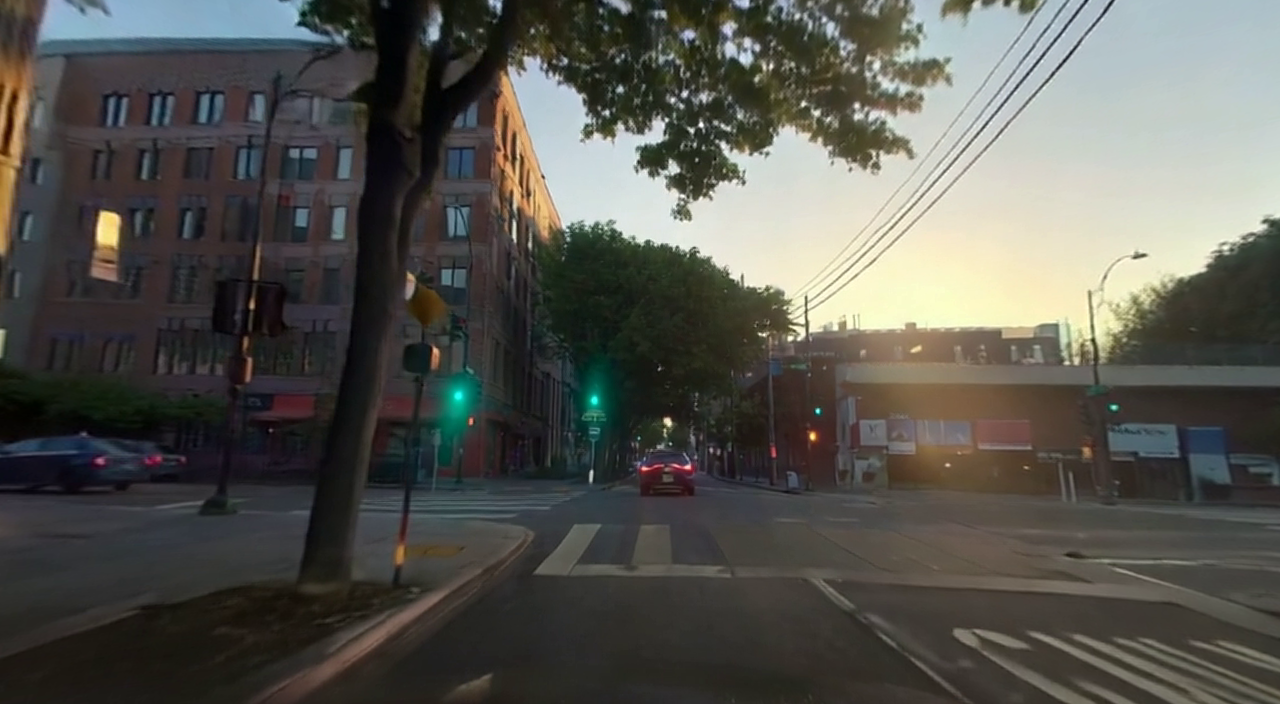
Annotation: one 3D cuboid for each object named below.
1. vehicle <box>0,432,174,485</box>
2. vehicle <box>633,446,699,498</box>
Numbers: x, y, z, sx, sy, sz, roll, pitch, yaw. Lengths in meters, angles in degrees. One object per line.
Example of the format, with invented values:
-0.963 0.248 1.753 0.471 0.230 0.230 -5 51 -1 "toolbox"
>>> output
-17.518 3.313 19.663 4.282 1.519 2.077 -1 -9 2 "vehicle"
0.844 4.102 21.961 2.079 1.621 3.861 0 -9 1 "vehicle"
